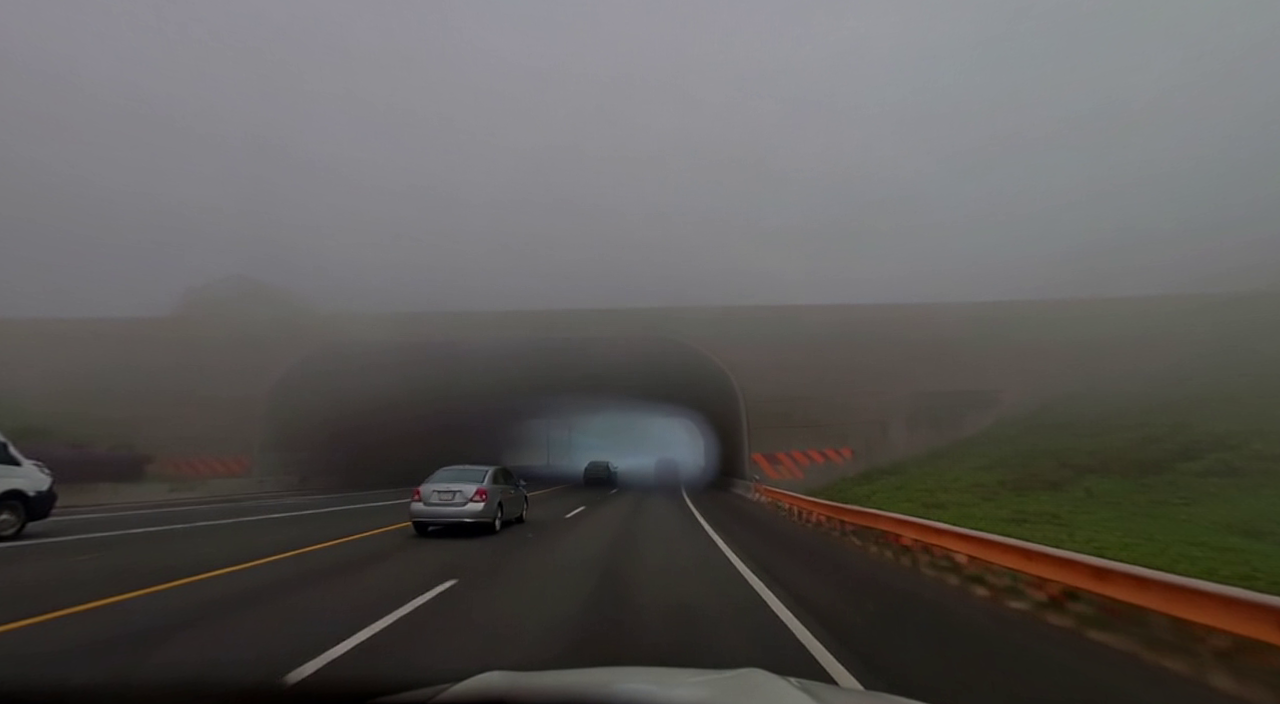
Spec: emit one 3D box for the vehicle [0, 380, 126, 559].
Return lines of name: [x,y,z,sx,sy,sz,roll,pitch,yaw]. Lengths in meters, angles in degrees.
vehicle: [-10.734,1.477,8.021,2.310,2.576,6.321,-1,-10,9]

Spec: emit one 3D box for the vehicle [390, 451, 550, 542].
vehicle: [-3.128,2.771,12.474,1.992,1.466,3.690,0,-10,2]
